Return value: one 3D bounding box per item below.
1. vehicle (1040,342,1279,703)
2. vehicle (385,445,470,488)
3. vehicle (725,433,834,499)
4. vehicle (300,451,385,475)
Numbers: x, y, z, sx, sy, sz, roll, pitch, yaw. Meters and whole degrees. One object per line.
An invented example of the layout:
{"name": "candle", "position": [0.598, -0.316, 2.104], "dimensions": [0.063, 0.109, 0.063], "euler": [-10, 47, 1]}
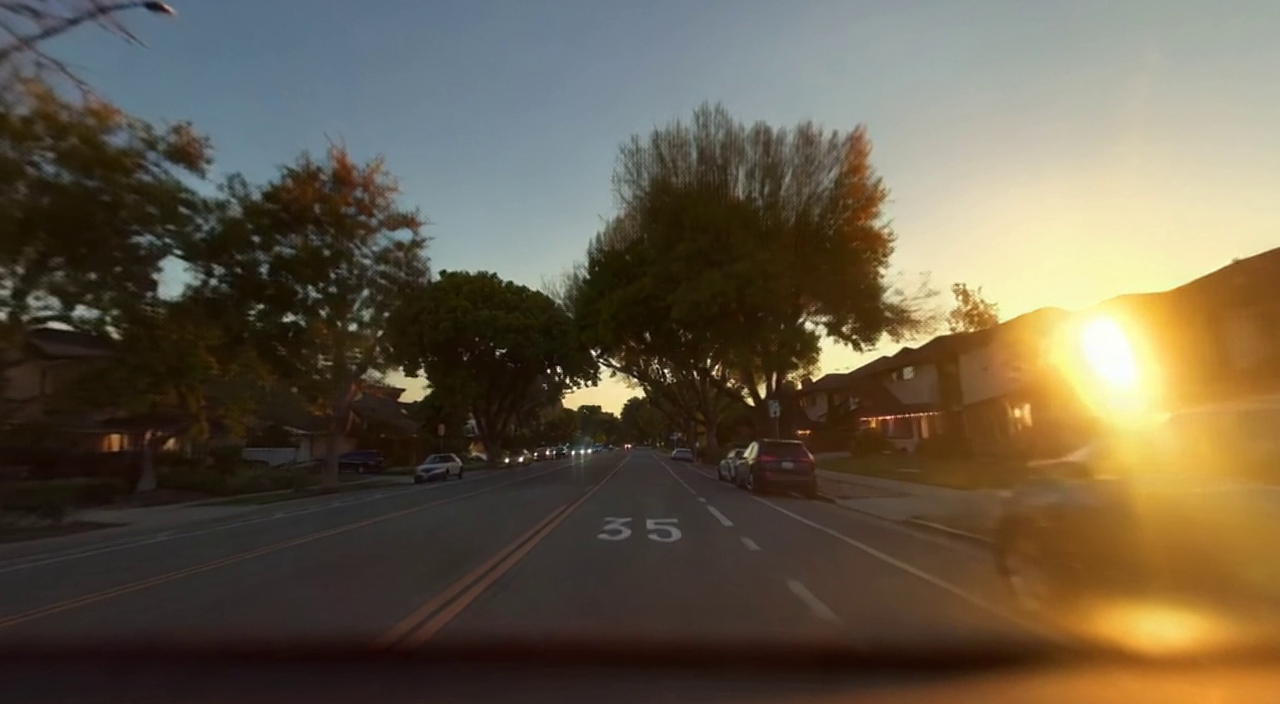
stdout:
{"name": "vehicle", "position": [3.998, 0.802, 2.038], "dimensions": [2.169, 1.914, 4.791], "euler": [0, -8, -1]}
{"name": "vehicle", "position": [-10.650, 5.739, 32.276], "dimensions": [2.338, 1.871, 5.795], "euler": [-2, -8, 0]}
{"name": "vehicle", "position": [4.160, 3.496, 19.825], "dimensions": [2.254, 1.812, 4.817], "euler": [0, -8, -1]}
{"name": "vehicle", "position": [-19.181, 7.144, 40.848], "dimensions": [4.530, 1.477, 1.843], "euler": [0, -8, -1]}
